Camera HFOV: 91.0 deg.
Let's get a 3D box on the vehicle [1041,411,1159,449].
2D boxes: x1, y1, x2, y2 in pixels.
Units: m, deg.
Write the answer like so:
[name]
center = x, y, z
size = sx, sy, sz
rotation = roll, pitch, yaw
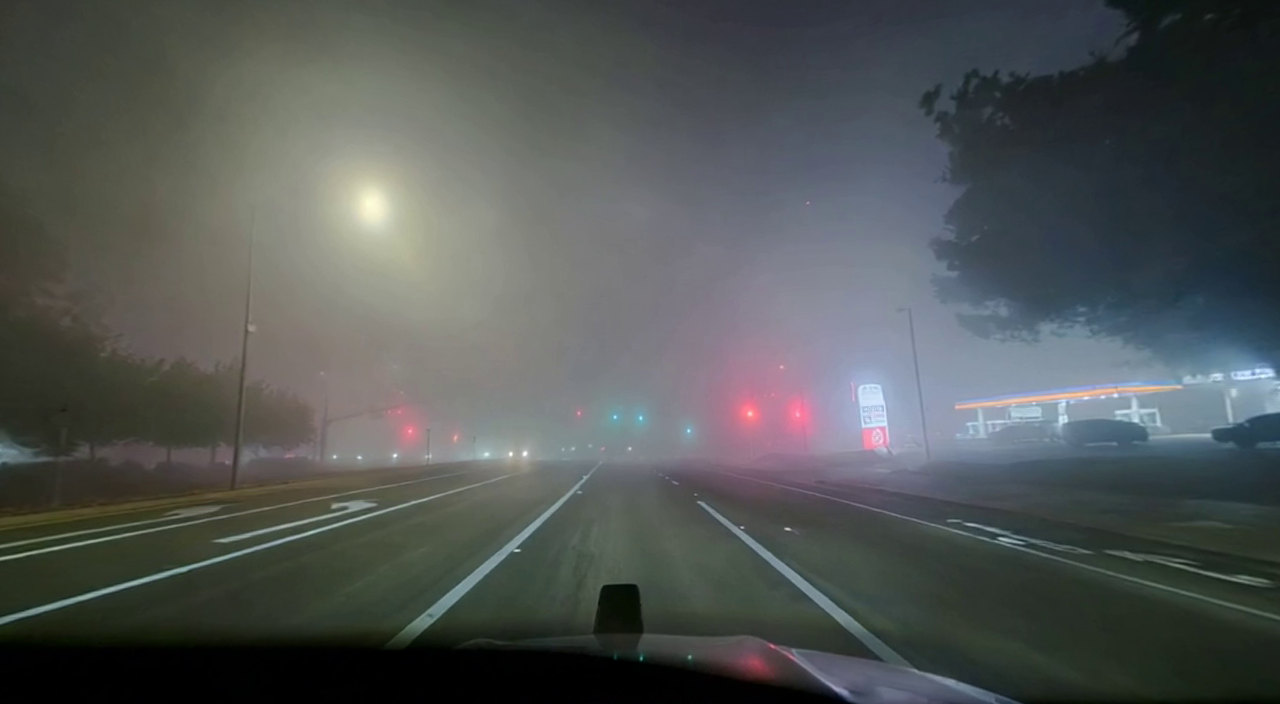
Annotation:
[vehicle]
center = 22.539, 3.865, 30.945
size = 4.230, 1.590, 1.877
rotation = -3, -8, -1
